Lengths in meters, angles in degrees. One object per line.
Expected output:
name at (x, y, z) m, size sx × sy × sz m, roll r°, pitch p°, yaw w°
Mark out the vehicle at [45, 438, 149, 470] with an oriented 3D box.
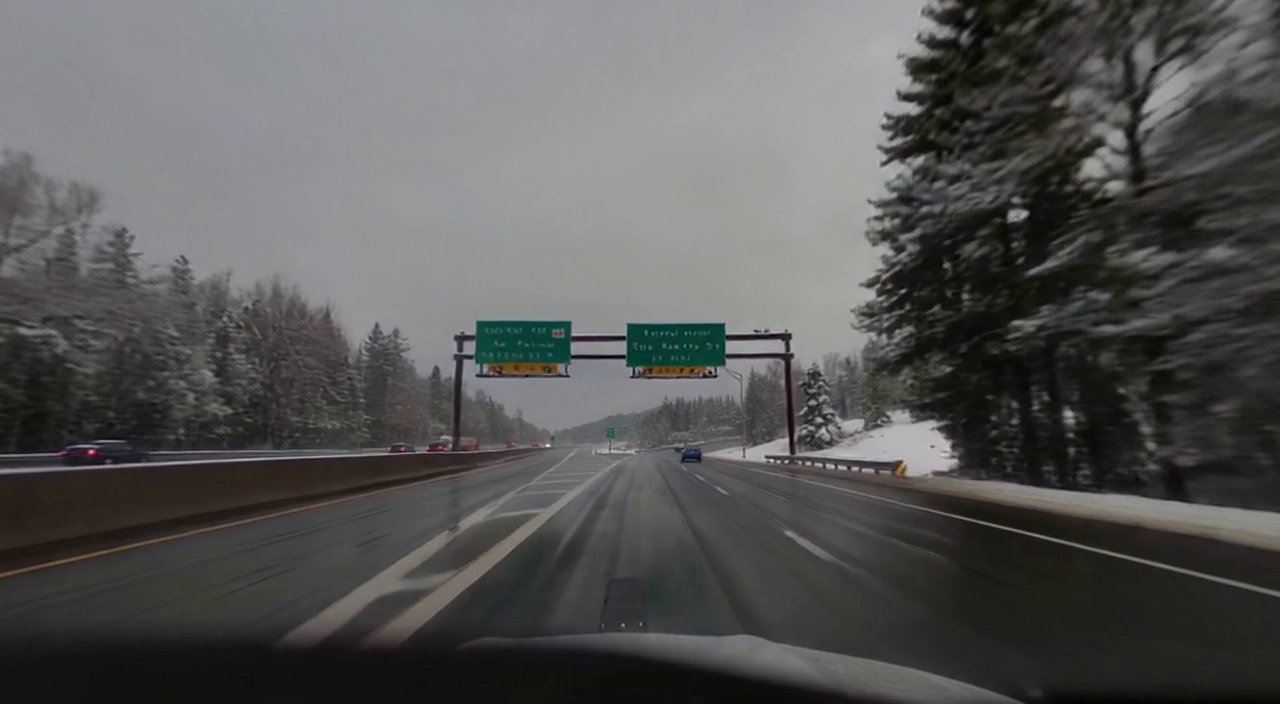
vehicle at (-33.627, 6.313, 39.287) m, size 2.168 × 1.824 × 4.932 m, roll 0°, pitch -8°, yaw -3°
